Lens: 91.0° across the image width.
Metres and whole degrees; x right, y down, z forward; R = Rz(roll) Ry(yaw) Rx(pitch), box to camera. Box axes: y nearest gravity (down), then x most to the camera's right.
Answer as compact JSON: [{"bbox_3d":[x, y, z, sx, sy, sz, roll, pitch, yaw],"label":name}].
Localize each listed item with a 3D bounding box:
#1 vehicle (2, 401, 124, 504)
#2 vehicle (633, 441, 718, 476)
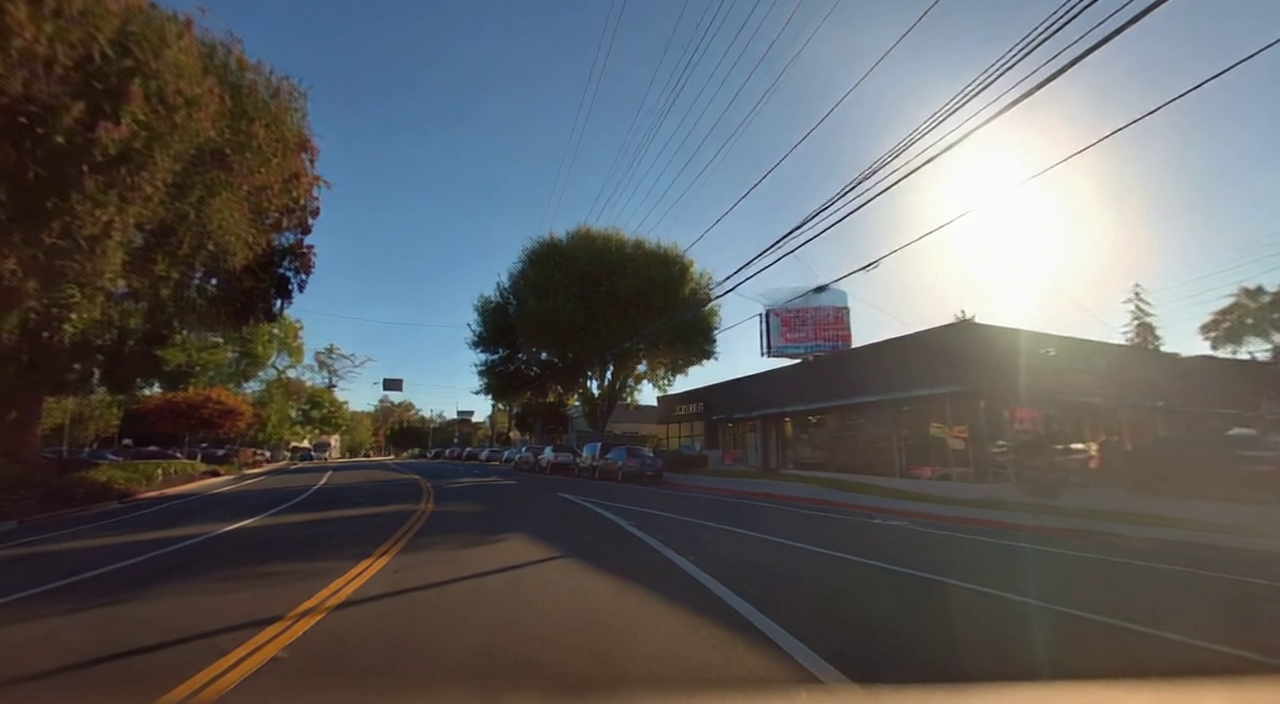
[{"bbox_3d":[-17.402,2.985,19.172,1.716,2.808,3.001,0,-7,-23],"label":"vehicle"},{"bbox_3d":[1.832,5.101,30.579,2.074,1.526,4.853,-5,-10,31],"label":"vehicle"}]
